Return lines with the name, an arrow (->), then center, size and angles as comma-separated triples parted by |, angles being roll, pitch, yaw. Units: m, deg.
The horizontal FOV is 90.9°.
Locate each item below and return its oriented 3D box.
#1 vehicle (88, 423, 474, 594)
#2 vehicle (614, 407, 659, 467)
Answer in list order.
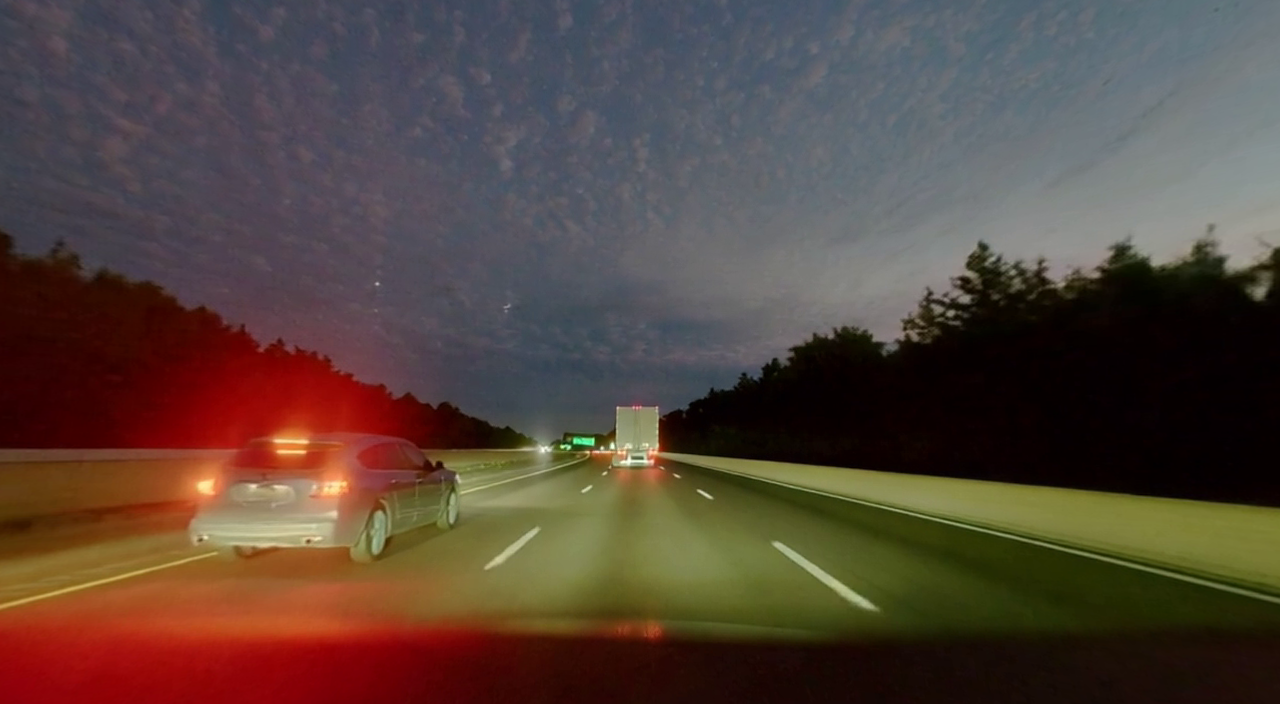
vehicle -> -3.799, 1.752, 8.001 | 2.080, 1.488, 4.781 | 0, -9, 0
vehicle -> -0.456, 6.498, 47.299 | 2.962, 3.953, 10.696 | 0, -9, -3
